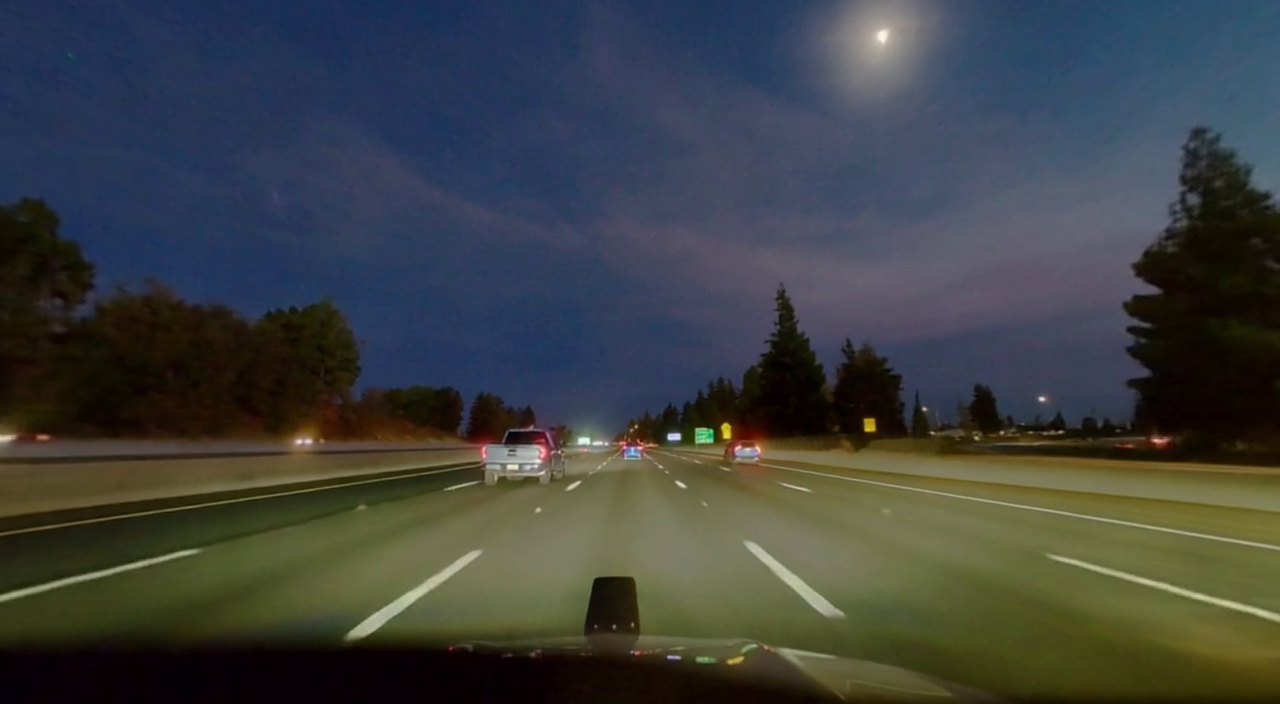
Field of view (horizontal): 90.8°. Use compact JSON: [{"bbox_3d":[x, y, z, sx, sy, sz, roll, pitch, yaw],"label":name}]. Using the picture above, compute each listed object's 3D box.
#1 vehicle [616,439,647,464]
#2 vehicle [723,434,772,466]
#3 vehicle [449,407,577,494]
[{"bbox_3d":[-0.617,7.117,45.254,2.157,1.642,4.189,0,-8,-1],"label":"vehicle"},{"bbox_3d":[6.827,6.321,40.689,2.103,1.898,5.310,0,-8,-1],"label":"vehicle"},{"bbox_3d":[-3.539,2.957,19.136,2.592,2.179,6.034,0,-8,0],"label":"vehicle"}]
